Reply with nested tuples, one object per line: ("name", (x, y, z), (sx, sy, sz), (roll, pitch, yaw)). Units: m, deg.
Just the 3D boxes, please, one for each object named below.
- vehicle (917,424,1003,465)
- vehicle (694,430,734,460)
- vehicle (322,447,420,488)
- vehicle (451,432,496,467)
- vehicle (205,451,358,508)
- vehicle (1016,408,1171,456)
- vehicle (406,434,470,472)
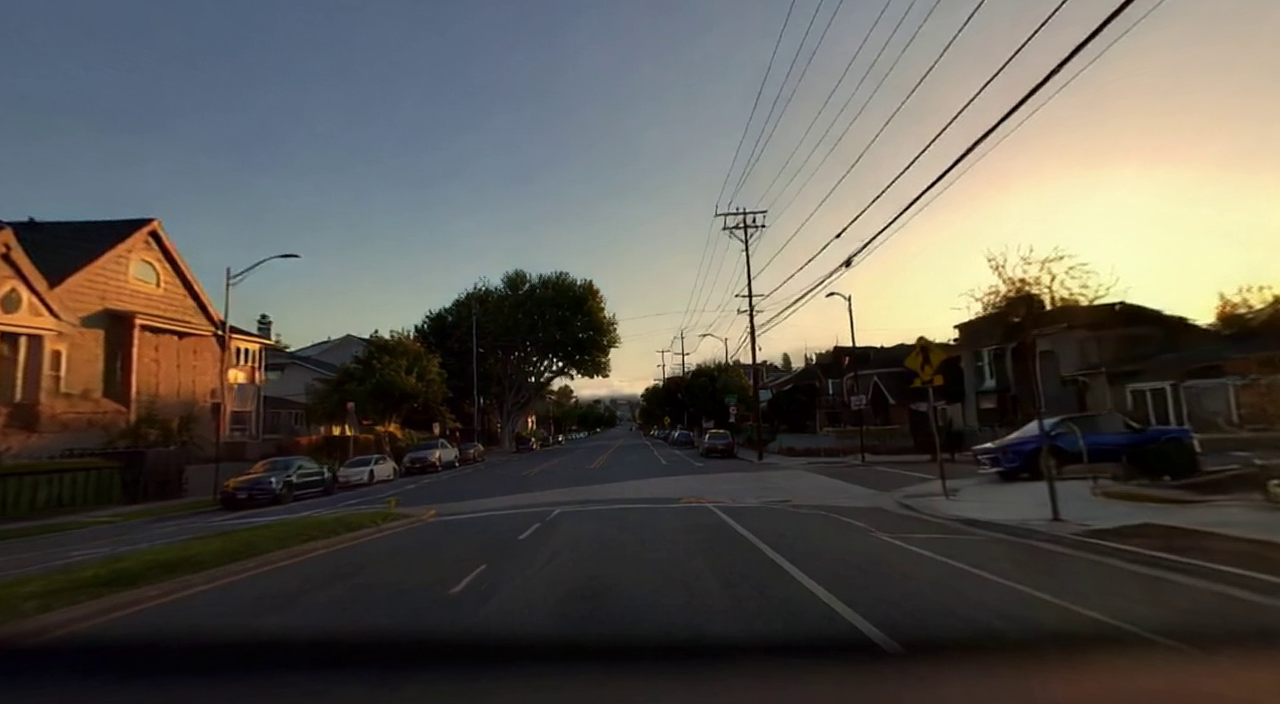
("vehicle", (13.824, 3.939, 27.141), (2.122, 1.474, 4.313), (-10, -10, 41))
("vehicle", (4.302, 5.499, 37.376), (1.867, 1.680, 4.176), (0, -8, 0))
("vehicle", (-11.138, 4.776, 26.599), (2.082, 1.540, 4.654), (0, -8, 0))
("vehicle", (-11.349, 6.637, 43.258), (1.926, 1.998, 4.447), (-4, -6, -1))
("vehicle", (-11.122, 3.957, 20.107), (1.970, 1.523, 4.702), (-1, -8, 2))
("vehicle", (19.397, 3.468, 27.226), (4.973, 1.974, 2.140), (1, -9, -1))
("vehicle", (-11.200, 5.630, 35.372), (2.056, 1.980, 4.763), (0, -8, -1))
